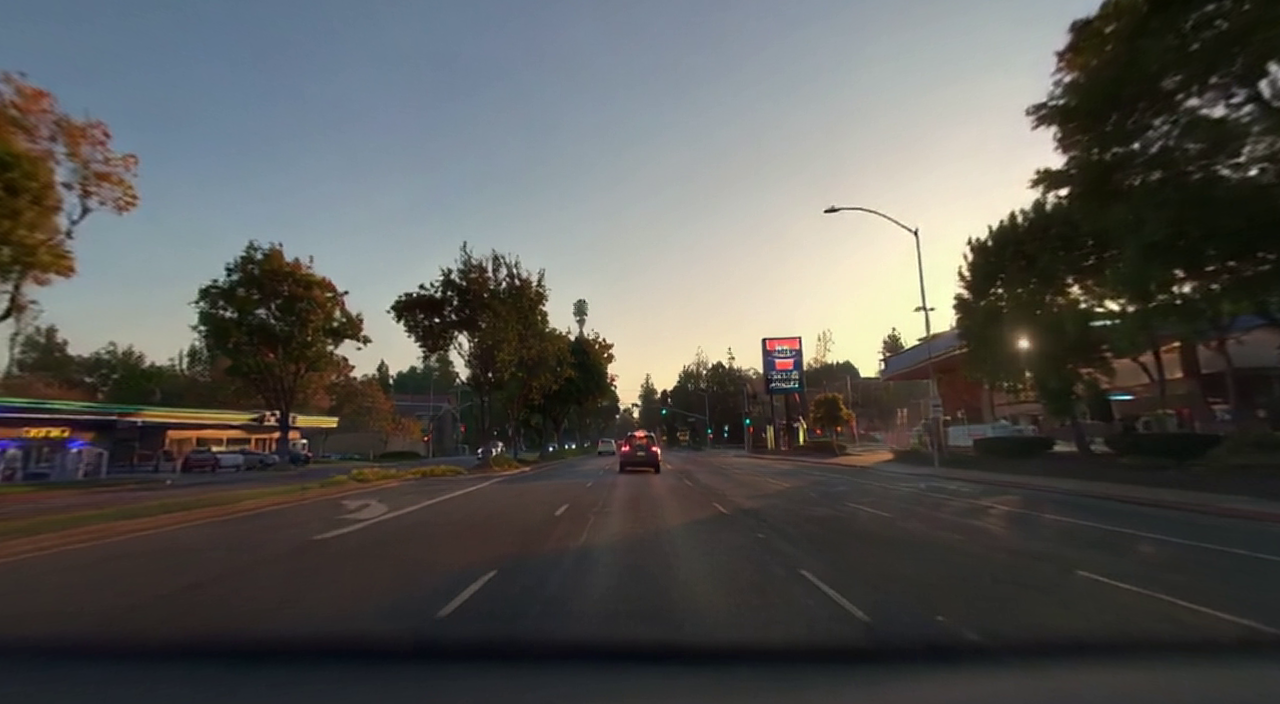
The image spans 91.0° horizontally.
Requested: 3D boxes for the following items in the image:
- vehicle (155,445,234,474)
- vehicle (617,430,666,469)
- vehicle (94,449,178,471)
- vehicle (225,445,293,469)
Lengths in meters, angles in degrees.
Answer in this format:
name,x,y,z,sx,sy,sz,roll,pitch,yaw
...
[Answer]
name,x,y,z,sx,sy,sz,roll,pitch,yaw
vehicle,-28.326,6.783,39.985,4.662,1.677,2.026,-4,-9,27
vehicle,0.056,4.692,30.377,2.213,1.715,4.242,0,-8,0
vehicle,-38.506,8.229,48.227,4.536,1.613,2.000,4,-9,-25
vehicle,-28.413,7.796,46.940,4.428,1.708,1.952,-3,-9,21
